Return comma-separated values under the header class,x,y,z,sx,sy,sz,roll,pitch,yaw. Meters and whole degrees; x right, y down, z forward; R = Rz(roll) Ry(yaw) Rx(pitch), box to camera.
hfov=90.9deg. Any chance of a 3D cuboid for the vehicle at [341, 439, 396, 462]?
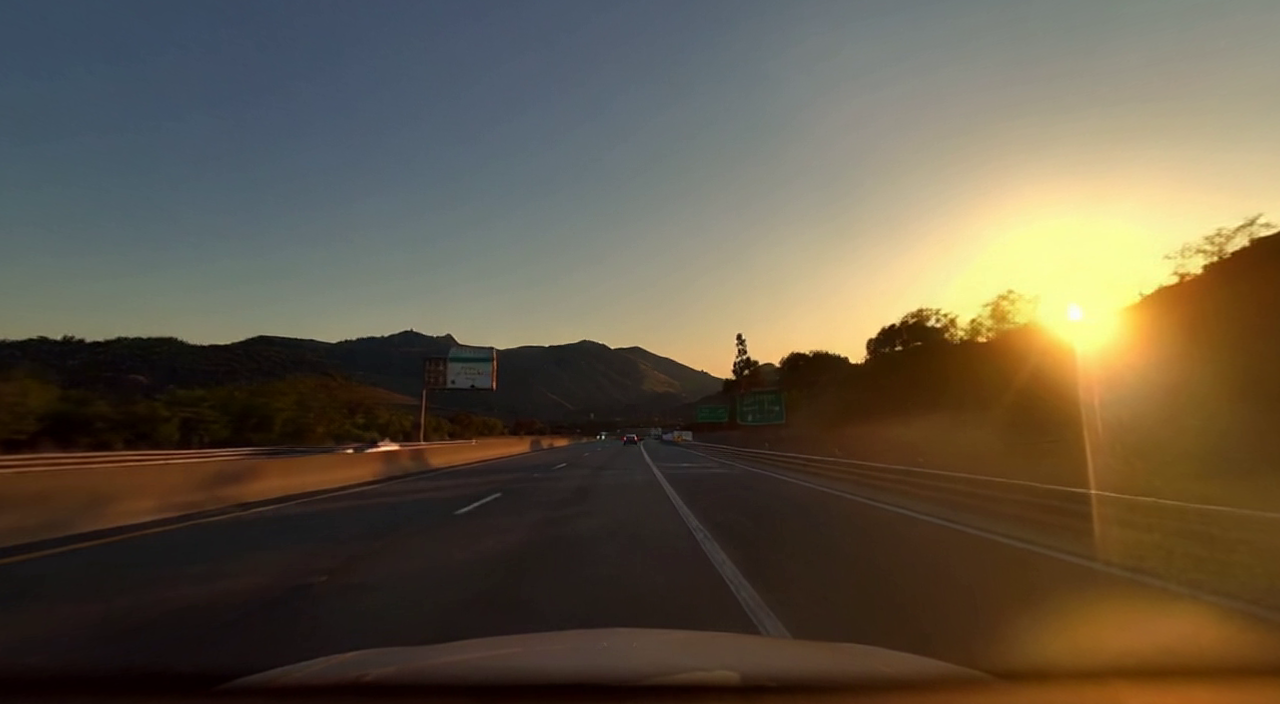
class,x,y,z,sx,sy,sz,roll,pitch,yaw
vehicle,-18.378,6.653,42.816,1.897,1.470,4.083,0,-8,0
